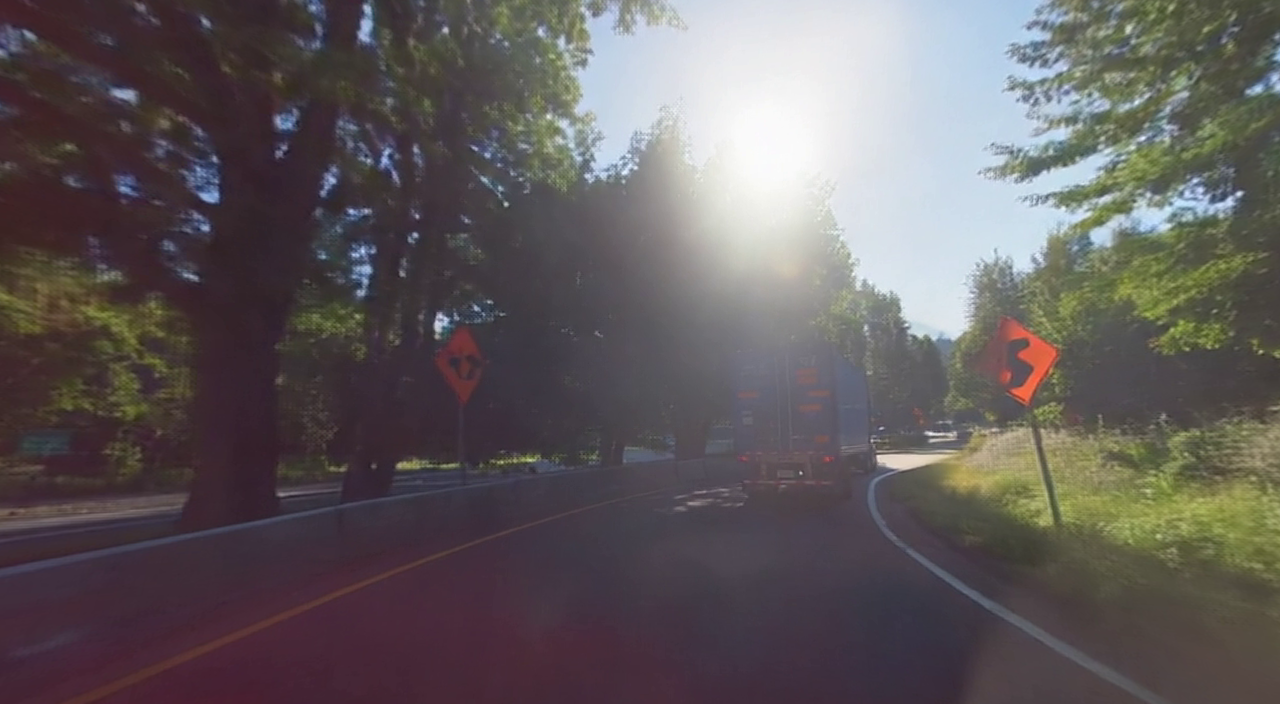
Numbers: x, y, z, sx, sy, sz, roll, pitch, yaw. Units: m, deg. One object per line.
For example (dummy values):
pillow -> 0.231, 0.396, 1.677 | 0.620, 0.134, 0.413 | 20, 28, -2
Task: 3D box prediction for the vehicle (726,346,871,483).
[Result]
vehicle -> 5.847, 2.293, 21.663 | 2.937, 3.647, 9.344 | -4, -9, 25
